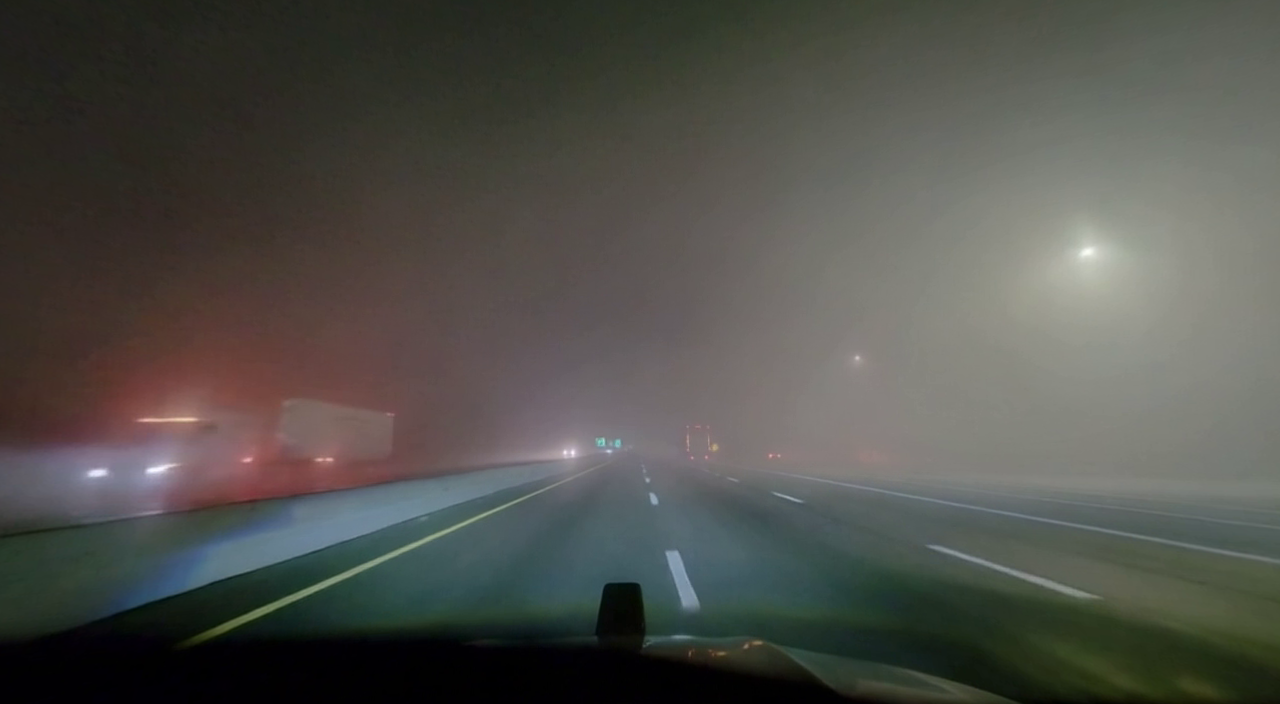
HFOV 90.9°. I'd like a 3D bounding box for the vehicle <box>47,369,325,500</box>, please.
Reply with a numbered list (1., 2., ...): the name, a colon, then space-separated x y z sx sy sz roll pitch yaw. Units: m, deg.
1. vehicle: -16.777 3.361 24.947 2.967 4.045 10.581 0 -9 0
